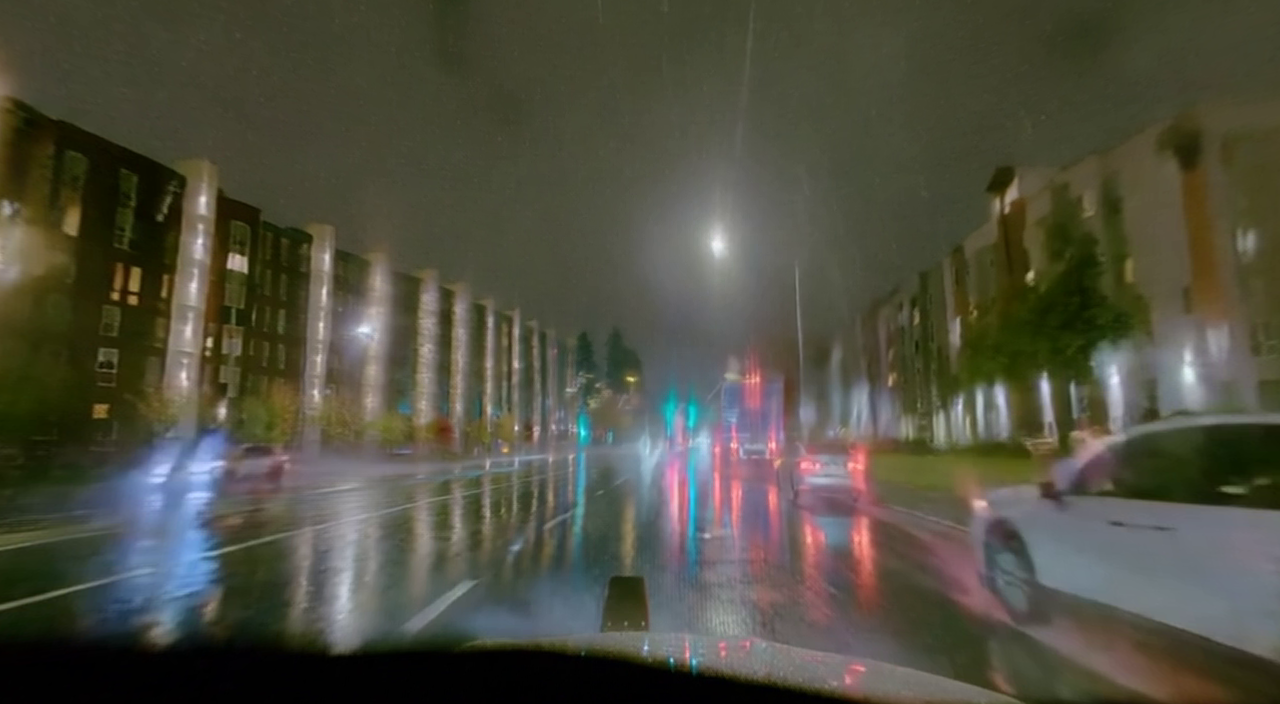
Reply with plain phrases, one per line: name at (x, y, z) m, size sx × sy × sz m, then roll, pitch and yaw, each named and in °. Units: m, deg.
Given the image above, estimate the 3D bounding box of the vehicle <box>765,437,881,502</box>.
vehicle at (4.614, 3.012, 16.660) m, size 1.884 × 1.472 × 4.650 m, roll -1°, pitch -8°, yaw 3°

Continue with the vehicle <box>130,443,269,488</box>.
vehicle at (-16.255, 4.184, 23.601) m, size 1.849 × 1.488 × 4.394 m, roll -1°, pitch -8°, yaw 4°

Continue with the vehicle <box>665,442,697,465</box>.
vehicle at (2.673, 6.430, 40.257) m, size 1.871 × 1.370 × 4.206 m, roll -1°, pitch -8°, yaw 6°

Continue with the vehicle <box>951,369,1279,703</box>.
vehicle at (3.739, 0.968, 3.044) m, size 2.121 × 1.659 × 4.675 m, roll 0°, pitch -8°, yaw 1°

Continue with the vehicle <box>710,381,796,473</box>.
vehicle at (5.622, 4.246, 34.123) m, size 3.157 × 3.982 × 13.307 m, roll -1°, pitch -8°, yaw 4°
